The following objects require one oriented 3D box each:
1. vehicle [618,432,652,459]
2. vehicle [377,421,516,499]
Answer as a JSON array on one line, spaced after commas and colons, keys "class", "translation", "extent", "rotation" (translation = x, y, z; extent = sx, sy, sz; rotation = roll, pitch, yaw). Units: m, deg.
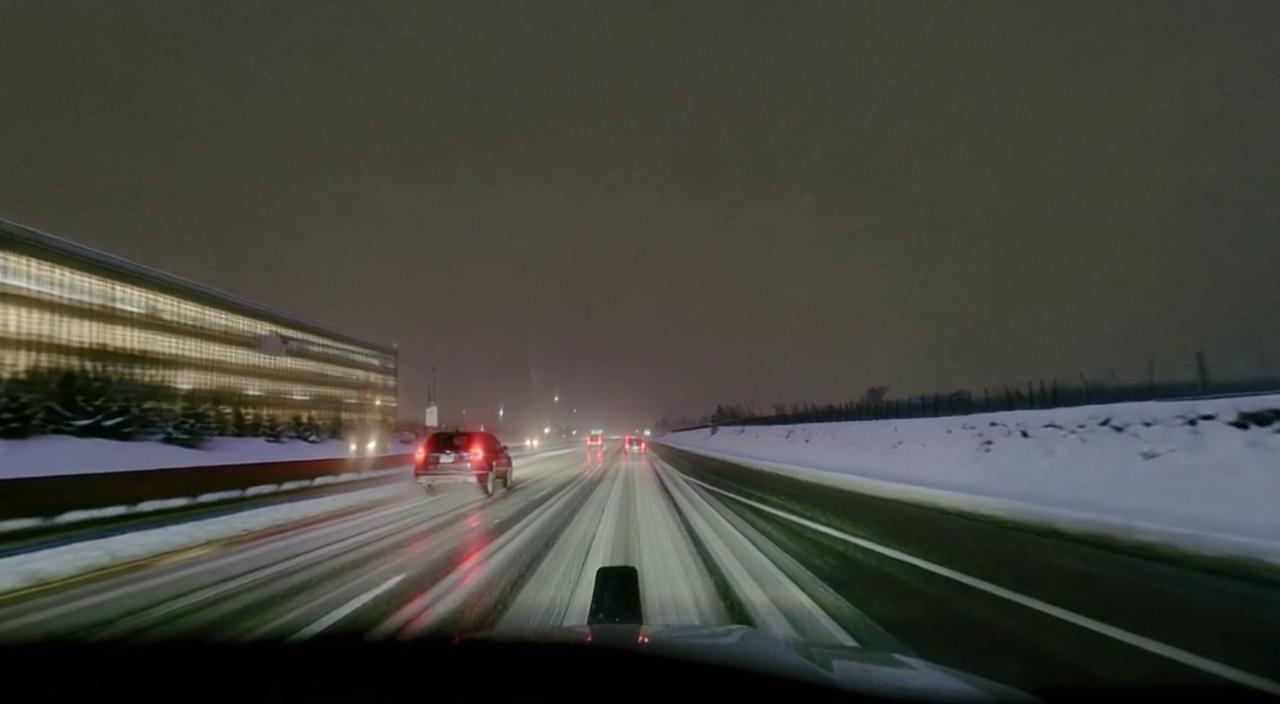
[{"class": "vehicle", "translation": [-0.343, 6.002, 40.607], "extent": [2.036, 1.637, 4.009], "rotation": [0, -8, -1]}, {"class": "vehicle", "translation": [-4.504, 2.582, 15.476], "extent": [2.036, 1.612, 4.510], "rotation": [0, -8, -1]}]
